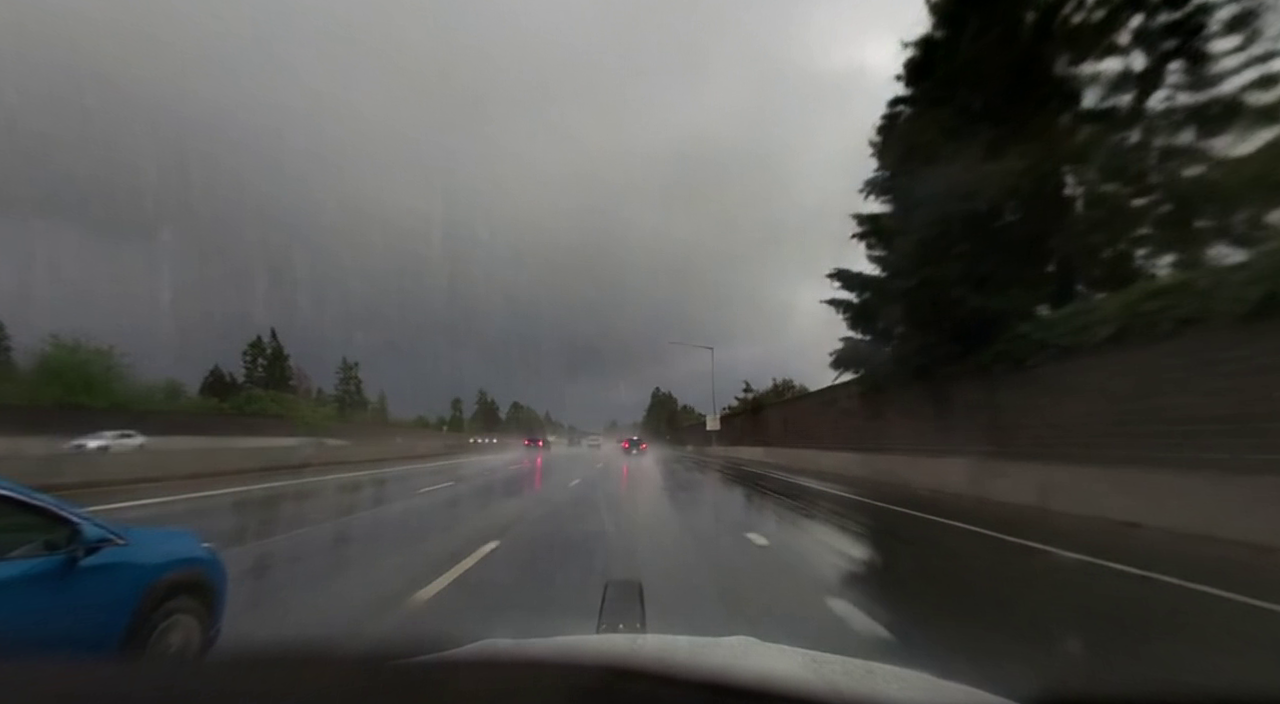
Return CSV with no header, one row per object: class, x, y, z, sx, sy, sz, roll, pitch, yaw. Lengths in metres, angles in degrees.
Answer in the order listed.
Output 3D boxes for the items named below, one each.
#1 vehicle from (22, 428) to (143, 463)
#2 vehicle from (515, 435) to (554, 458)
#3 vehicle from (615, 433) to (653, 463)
vehicle,-28.764,4.855,32.734,1.921,1.637,4.652,0,-8,1
vehicle,-7.539,6.799,45.422,2.019,1.523,4.396,0,-8,1
vehicle,-0.310,5.740,37.646,2.141,1.706,4.065,0,-8,0
